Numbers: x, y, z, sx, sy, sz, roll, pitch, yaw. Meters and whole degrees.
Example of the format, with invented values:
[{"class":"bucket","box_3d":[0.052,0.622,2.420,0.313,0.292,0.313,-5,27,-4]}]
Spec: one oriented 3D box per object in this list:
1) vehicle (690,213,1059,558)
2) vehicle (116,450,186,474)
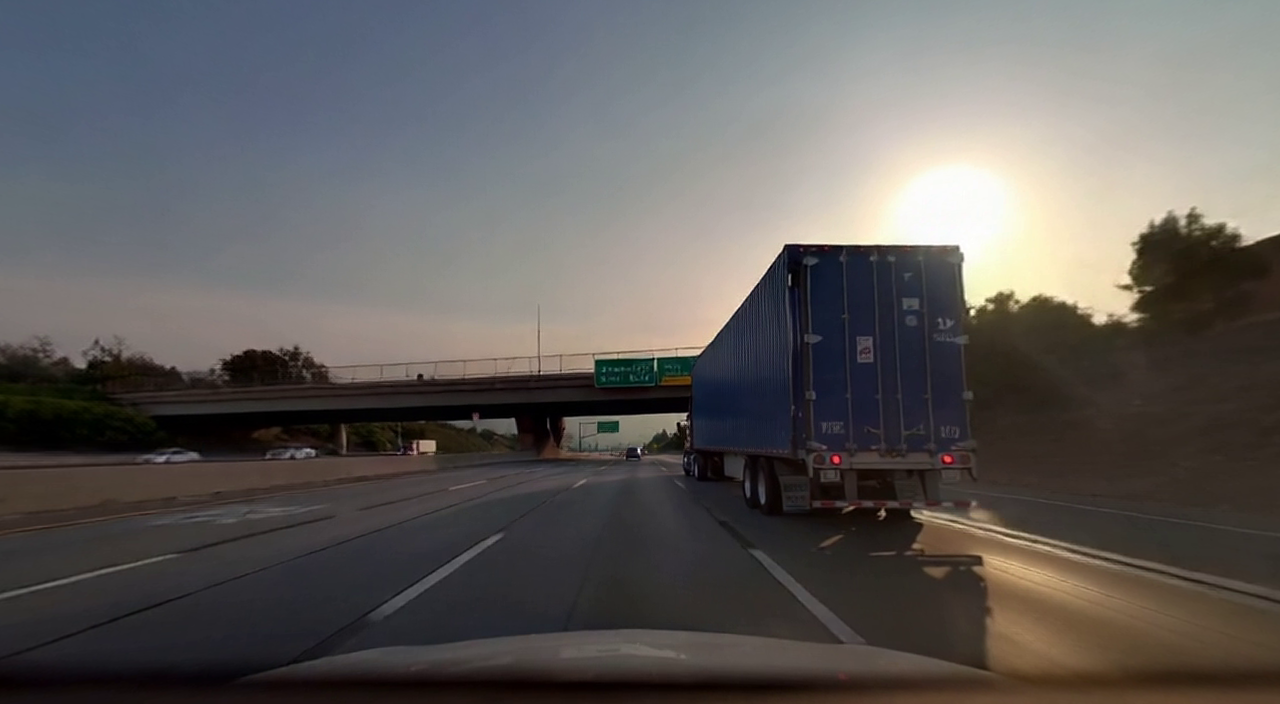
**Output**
[{"class":"vehicle","box_3d":[3.369,1.568,15.709,2.743,4.160,16.408,0,-9,-1]},{"class":"vehicle","box_3d":[-29.087,6.572,37.717,1.492,1.359,3.369,-1,-10,-1]}]
